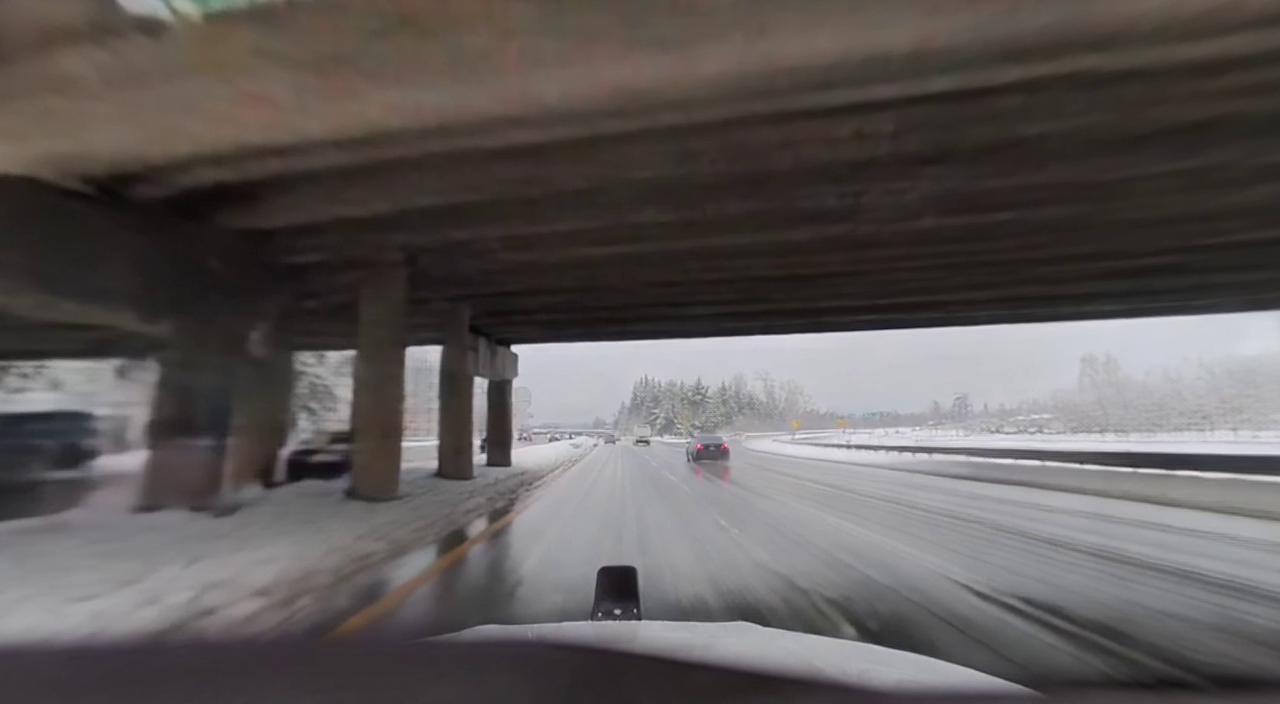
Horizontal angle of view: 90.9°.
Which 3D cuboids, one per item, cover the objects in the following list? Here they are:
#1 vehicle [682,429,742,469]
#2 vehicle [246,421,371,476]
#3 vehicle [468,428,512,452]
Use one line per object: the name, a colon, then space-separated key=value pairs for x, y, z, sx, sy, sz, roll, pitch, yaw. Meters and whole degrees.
vehicle: x=3.006 y=4.102 z=26.957 sx=1.938 sy=1.578 sz=3.764 roll=0 pitch=-8 yaw=-3
vehicle: x=-9.514 y=2.794 z=18.468 sx=1.729 sy=1.450 sz=3.703 roll=0 pitch=-8 yaw=-2
vehicle: x=-10.016 y=5.932 z=42.449 sx=2.011 sy=1.519 sz=4.508 roll=0 pitch=-8 yaw=-2
